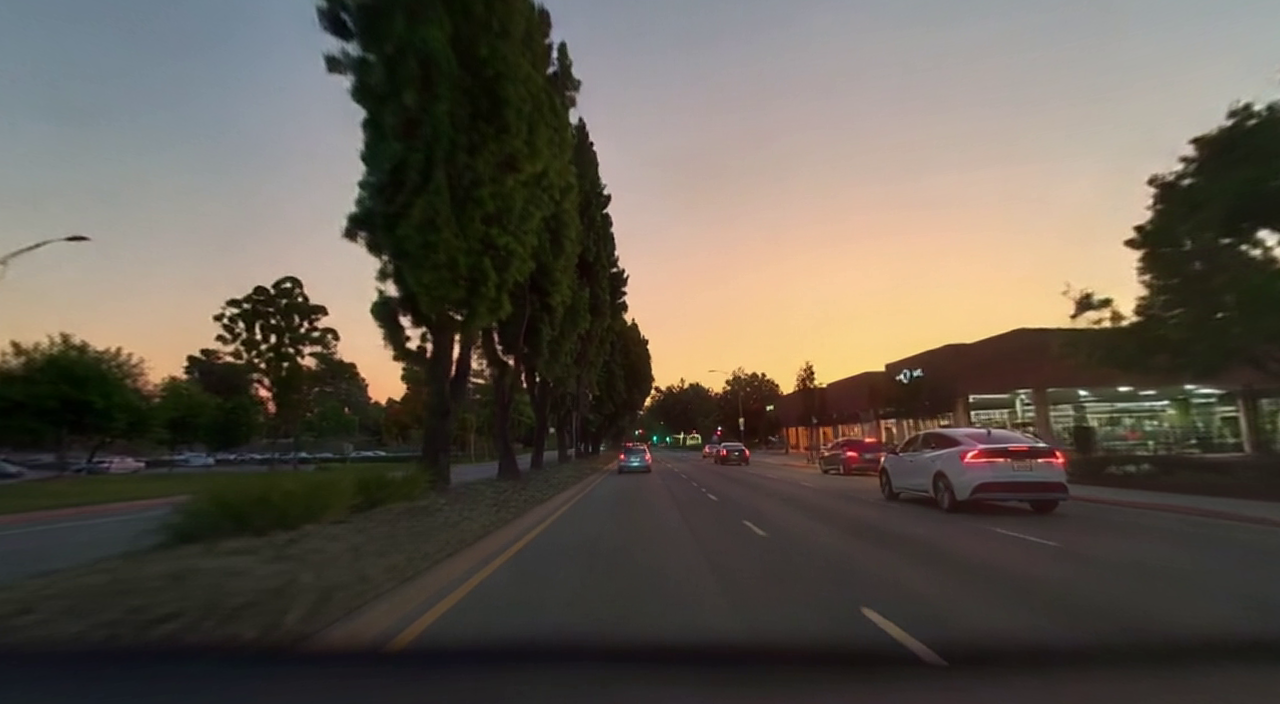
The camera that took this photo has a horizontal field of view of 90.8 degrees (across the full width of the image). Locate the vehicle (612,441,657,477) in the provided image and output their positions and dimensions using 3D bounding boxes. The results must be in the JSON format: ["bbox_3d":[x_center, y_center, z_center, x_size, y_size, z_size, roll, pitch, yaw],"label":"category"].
[{"bbox_3d":[-0.282,5.120,30.450,2.037,1.568,3.693,0,-8,-1],"label":"vehicle"}]

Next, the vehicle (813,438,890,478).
[{"bbox_3d":[10.279,5.178,31.147,1.988,1.783,5.324,0,-8,0],"label":"vehicle"}]

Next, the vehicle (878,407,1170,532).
[{"bbox_3d":[7.084,2.252,12.765,2.240,1.923,5.678,0,-8,-1],"label":"vehicle"}]

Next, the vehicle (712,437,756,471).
[{"bbox_3d":[5.415,5.941,36.961,1.955,1.845,4.538,0,-8,1],"label":"vehicle"}]
